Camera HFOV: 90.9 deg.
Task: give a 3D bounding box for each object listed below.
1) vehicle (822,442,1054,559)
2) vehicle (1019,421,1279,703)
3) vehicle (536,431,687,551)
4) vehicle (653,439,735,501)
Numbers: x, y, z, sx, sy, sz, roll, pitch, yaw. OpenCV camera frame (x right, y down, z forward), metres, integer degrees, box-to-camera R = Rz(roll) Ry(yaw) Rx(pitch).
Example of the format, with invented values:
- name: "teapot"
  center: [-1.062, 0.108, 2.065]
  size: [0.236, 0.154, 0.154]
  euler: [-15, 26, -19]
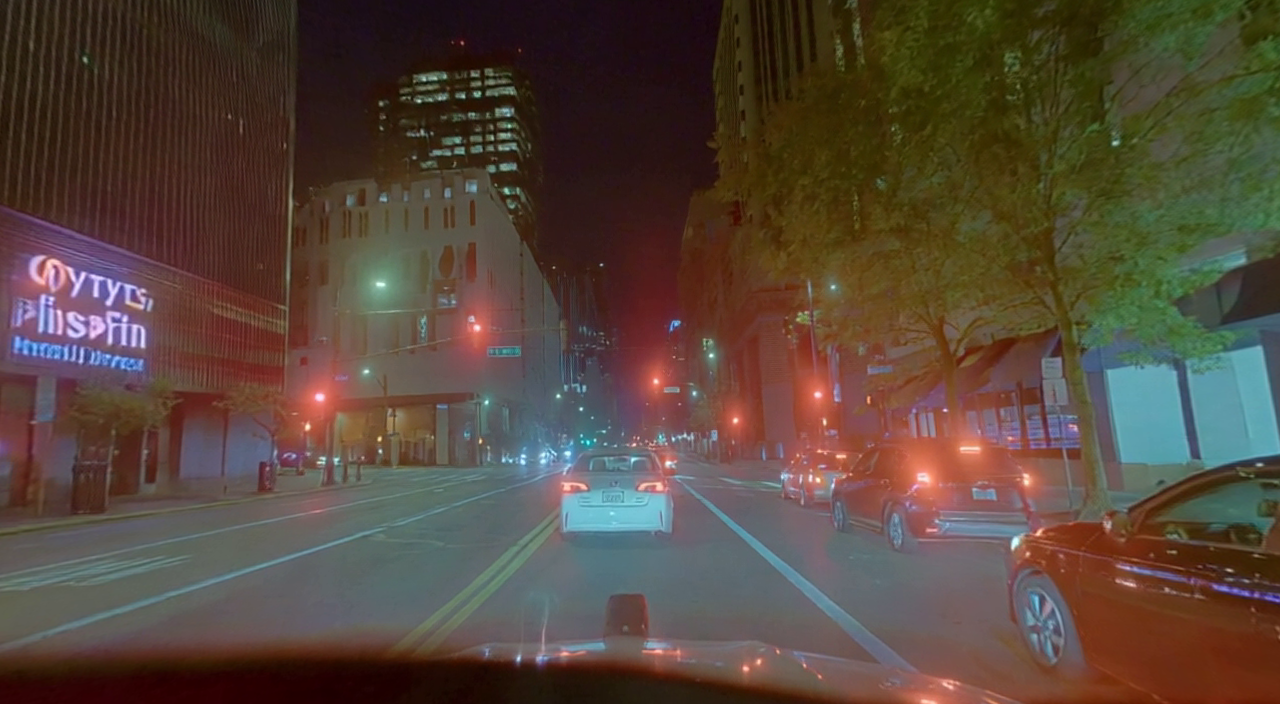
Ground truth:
- name: "vehicle"
  center: [4.596, 2.302, 10.671]
  size: [1.912, 1.505, 4.618]
  euler: [-1, -8, 4]
- name: "vehicle"
  center: [3.179, 0.826, 1.109]
  size: [2.006, 1.496, 4.767]
  euler: [0, -9, -1]
- name: "vehicle"
  center: [-0.469, 2.025, 9.869]
  size: [1.888, 1.489, 3.703]
  euler: [0, -8, -4]
- name: "vehicle"
  center: [1.516, 3.207, 17.554]
  size: [2.006, 1.495, 3.952]
  euler: [-1, -8, 6]
